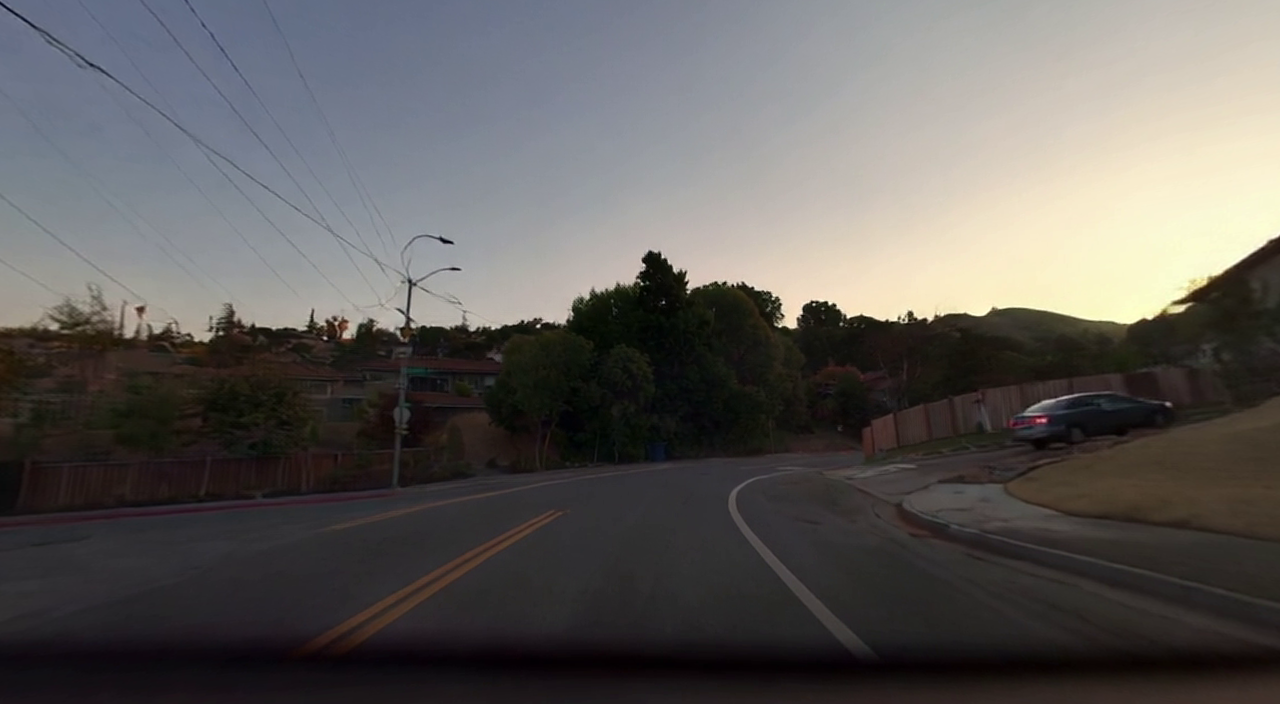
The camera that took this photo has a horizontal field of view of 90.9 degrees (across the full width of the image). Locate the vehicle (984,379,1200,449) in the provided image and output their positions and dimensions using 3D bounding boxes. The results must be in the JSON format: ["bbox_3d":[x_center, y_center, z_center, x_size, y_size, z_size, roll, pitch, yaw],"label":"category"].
[{"bbox_3d":[13.529,1.924,19.121,4.810,1.732,2.176,-3,-9,-3],"label":"vehicle"}]
